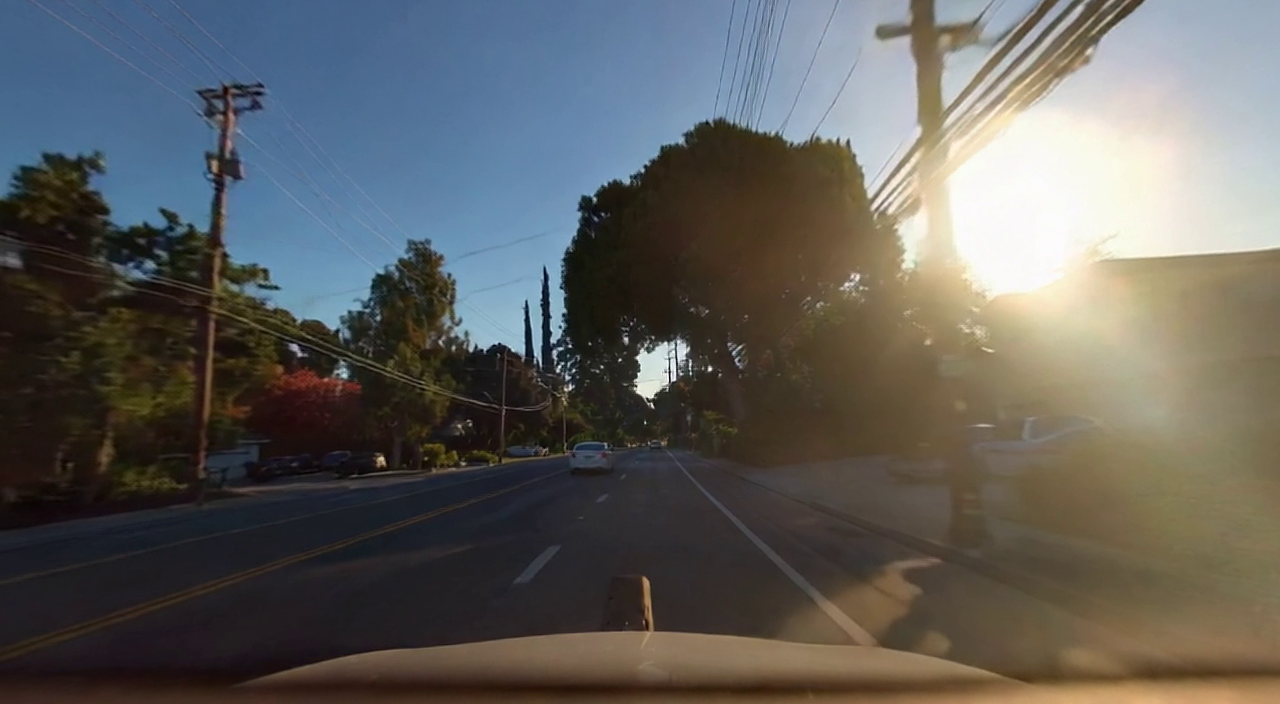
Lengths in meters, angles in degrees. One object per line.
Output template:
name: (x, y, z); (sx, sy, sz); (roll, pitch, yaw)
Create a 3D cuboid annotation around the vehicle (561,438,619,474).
vehicle: (-2.213, 4.784, 29.357); (2.085, 1.512, 5.023); (0, -8, 2)

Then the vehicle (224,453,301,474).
vehicle: (-26.951, 7.966, 45.127); (4.223, 1.458, 1.969); (0, -9, 1)

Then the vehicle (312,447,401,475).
vehicle: (-19.111, 7.318, 42.599); (4.847, 1.759, 2.382); (-1, -9, 7)
